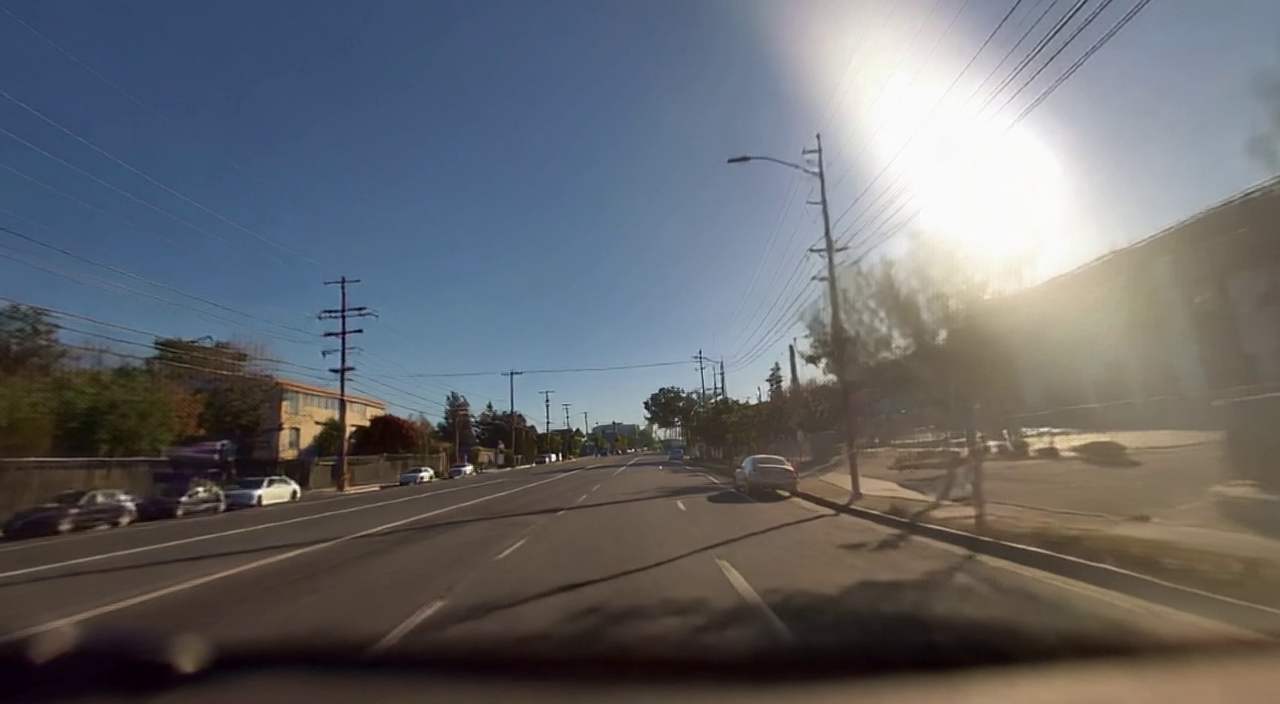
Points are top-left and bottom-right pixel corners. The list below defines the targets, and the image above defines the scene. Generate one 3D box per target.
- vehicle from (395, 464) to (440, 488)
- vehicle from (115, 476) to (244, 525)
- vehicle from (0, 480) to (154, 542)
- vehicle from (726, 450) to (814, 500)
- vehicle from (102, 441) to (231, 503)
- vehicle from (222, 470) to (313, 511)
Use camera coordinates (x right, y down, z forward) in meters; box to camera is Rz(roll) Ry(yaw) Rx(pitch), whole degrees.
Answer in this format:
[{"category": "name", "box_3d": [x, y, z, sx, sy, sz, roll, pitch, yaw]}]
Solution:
[{"category": "vehicle", "box_3d": [-17.436, 9.730, 49.830, 1.931, 1.501, 4.564, -6, -9, -1]}, {"category": "vehicle", "box_3d": [-17.666, 5.693, 24.599, 1.845, 1.450, 4.457, -6, -10, -2]}, {"category": "vehicle", "box_3d": [-17.574, 4.810, 19.323, 1.892, 1.515, 4.622, -6, -11, -1]}, {"category": "vehicle", "box_3d": [4.246, 4.099, 21.476, 2.002, 1.459, 4.357, 0, -9, -1]}, {"category": "vehicle", "box_3d": [-25.105, 6.376, 33.815, 4.857, 2.616, 2.616, -3, -10, -17]}, {"category": "vehicle", "box_3d": [-17.655, 6.555, 30.200, 1.852, 1.551, 4.276, -6, -10, -1]}]
